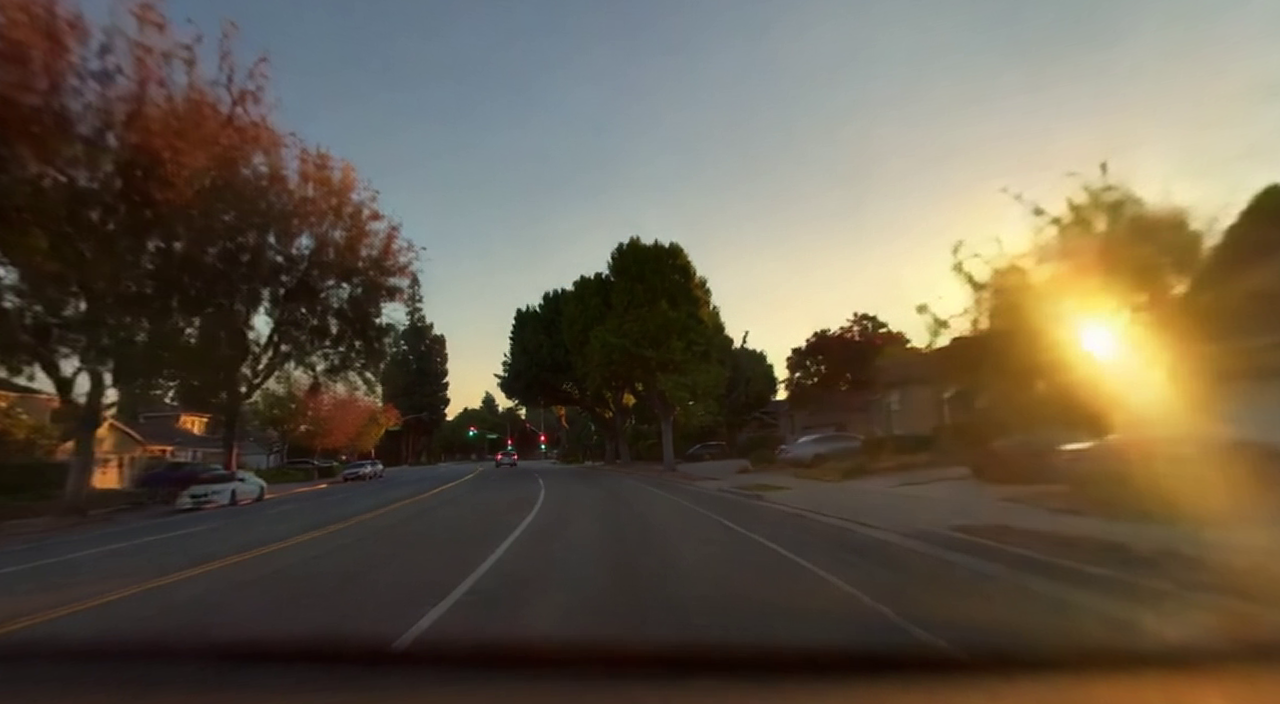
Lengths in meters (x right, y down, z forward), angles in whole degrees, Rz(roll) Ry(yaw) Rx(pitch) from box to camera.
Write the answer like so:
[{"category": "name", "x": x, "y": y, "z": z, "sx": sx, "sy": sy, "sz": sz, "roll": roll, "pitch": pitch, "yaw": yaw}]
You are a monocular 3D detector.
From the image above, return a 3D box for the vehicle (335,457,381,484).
[{"category": "vehicle", "x": -20.940, "y": 8.810, "z": 47.107, "sx": 2.029, "sy": 1.726, "sz": 5.366, "roll": -3, "pitch": -9, "yaw": -12}]

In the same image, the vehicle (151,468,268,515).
[{"category": "vehicle", "x": -16.528, "y": 5.334, "z": 24.604, "sx": 1.911, "sy": 1.436, "sz": 4.554, "roll": 1, "pitch": -9, "yaw": -9}]
